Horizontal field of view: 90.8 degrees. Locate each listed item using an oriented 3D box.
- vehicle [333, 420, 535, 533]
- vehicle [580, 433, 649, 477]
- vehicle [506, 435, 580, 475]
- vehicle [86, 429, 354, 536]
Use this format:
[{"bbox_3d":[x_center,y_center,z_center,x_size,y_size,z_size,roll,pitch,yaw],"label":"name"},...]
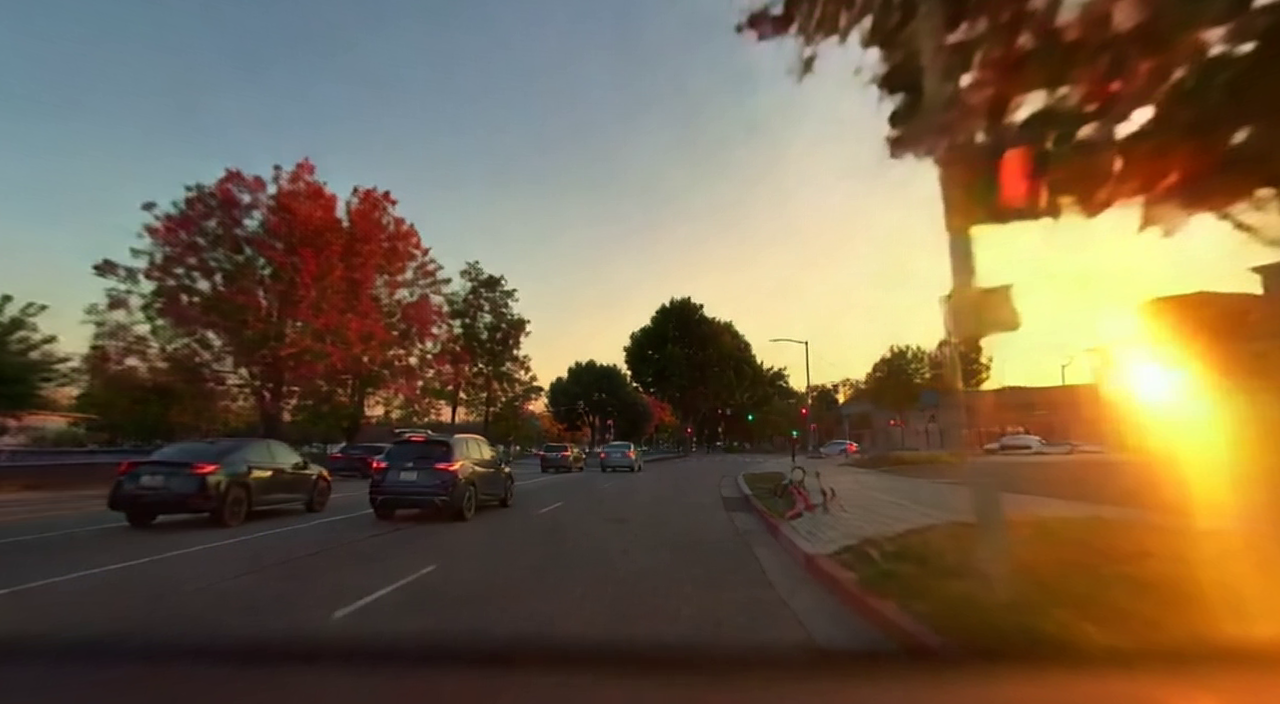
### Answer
[{"bbox_3d":[-3.507,2.208,11.749,2.002,1.664,4.113,0,-9,6],"label":"vehicle"},{"bbox_3d":[-1.074,4.808,29.720,2.167,1.832,4.679,0,-9,12],"label":"vehicle"},{"bbox_3d":[-4.745,5.170,31.774,2.160,1.779,4.549,0,-9,12],"label":"vehicle"},{"bbox_3d":[-7.337,2.287,11.665,1.974,1.558,3.949,1,-9,5],"label":"vehicle"}]
